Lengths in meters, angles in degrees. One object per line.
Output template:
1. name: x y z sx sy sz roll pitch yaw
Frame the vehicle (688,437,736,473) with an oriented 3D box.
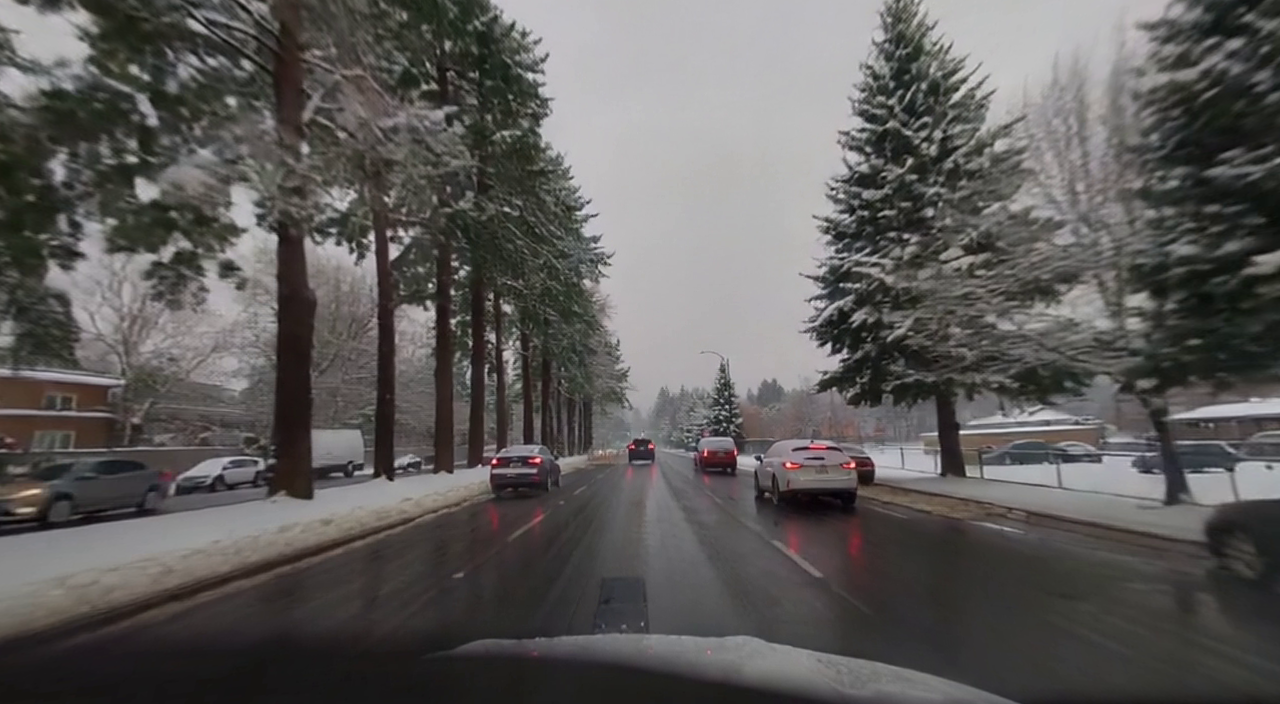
1. vehicle: 3.744 5.415 33.349 1.980 1.709 4.367 0 -8 0

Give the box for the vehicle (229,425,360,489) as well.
1. vehicle: -22.846 6.946 42.726 2.833 3.735 11.042 0 -8 -1

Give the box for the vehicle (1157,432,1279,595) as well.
1. vehicle: 6.766 1.315 4.722 2.035 1.449 4.427 0 -8 0

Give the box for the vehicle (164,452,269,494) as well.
1. vehicle: -22.507 6.426 33.845 2.257 1.909 5.115 -1 -8 -3

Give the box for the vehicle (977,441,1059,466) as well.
1. vehicle: 25.681 6.879 42.921 2.122 1.647 4.283 8 -11 -41

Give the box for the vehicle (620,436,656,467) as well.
1. vehicle: -0.127 6.531 41.365 2.247 1.882 4.603 0 -8 0

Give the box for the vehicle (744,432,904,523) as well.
1. vehicle: 3.448 2.426 12.749 1.919 1.502 4.232 0 -8 0

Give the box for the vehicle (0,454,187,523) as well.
1. vehicle: -15.985 3.918 18.610 1.918 1.692 4.338 0 -8 0

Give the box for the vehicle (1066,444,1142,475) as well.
1. vehicle: 23.477 5.410 31.842 3.658 1.443 1.869 6 -10 -34

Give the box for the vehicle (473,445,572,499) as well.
1. vehicle: -3.187 3.330 17.914 2.013 1.354 3.908 0 -8 1
